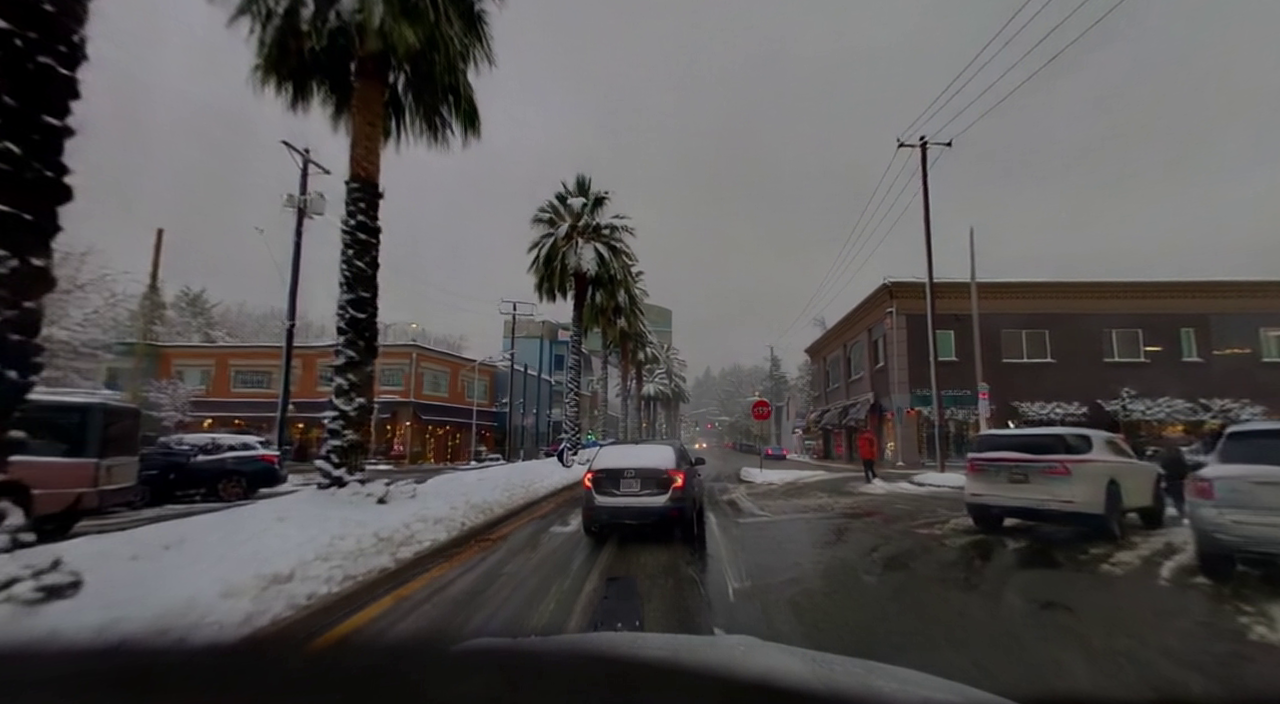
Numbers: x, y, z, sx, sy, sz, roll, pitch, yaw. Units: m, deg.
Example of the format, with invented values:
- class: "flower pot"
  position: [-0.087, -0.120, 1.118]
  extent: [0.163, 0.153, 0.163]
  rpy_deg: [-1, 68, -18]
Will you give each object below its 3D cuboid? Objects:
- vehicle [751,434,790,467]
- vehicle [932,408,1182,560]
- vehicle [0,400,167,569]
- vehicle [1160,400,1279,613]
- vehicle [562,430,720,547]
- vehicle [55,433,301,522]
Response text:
- class: "vehicle"
  position: [10.216, 7.667, 49.388]
  extent: [2.467, 2.369, 1.577]
  rpy_deg: [3, -8, -37]
- class: "vehicle"
  position: [6.255, 1.780, 9.248]
  extent: [4.623, 1.650, 1.937]
  rpy_deg: [8, -12, -43]
- class: "vehicle"
  position: [-10.170, 1.590, 7.474]
  extent: [6.873, 2.051, 2.823]
  rpy_deg: [7, -10, -44]
- class: "vehicle"
  position: [6.517, 1.301, 5.759]
  extent: [3.754, 1.592, 1.939]
  rpy_deg: [7, -11, -40]
- class: "vehicle"
  position: [0.148, 2.047, 10.139]
  extent: [2.031, 1.479, 3.969]
  rpy_deg: [-1, -8, 4]
- class: "vehicle"
  position: [-10.609, 2.812, 14.719]
  extent: [4.223, 1.731, 2.089]
  rpy_deg: [8, -12, -44]
